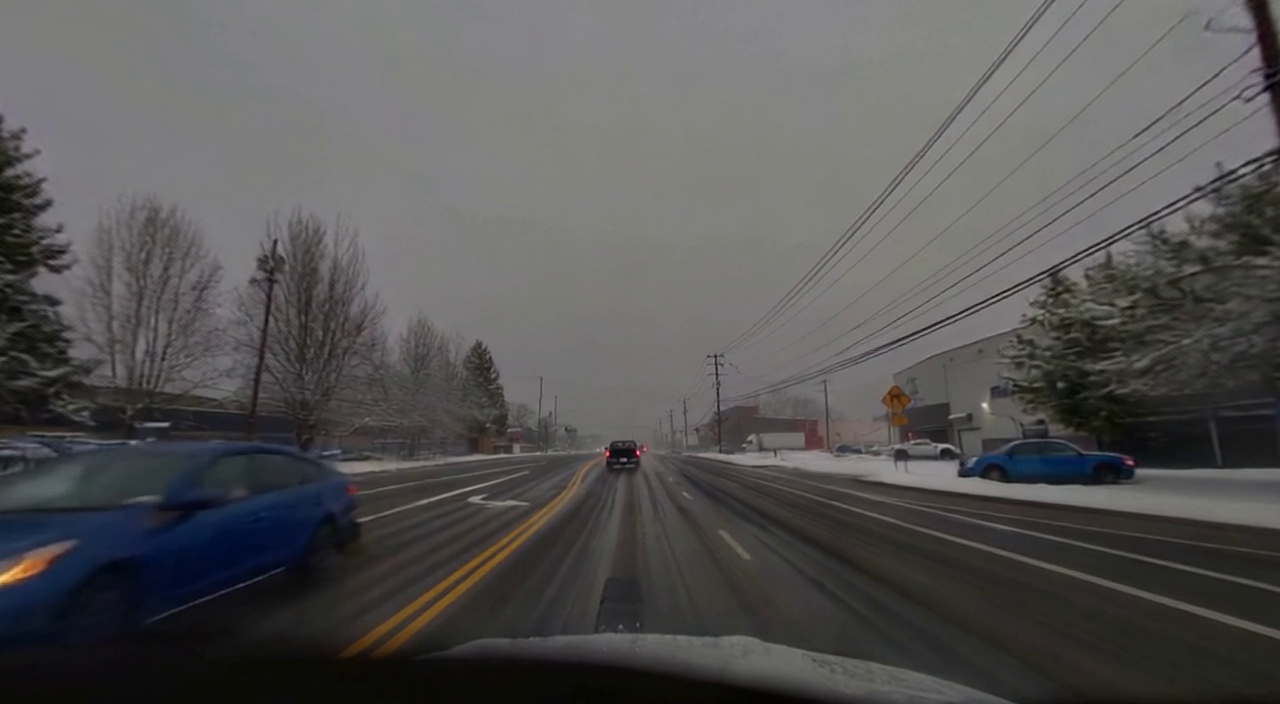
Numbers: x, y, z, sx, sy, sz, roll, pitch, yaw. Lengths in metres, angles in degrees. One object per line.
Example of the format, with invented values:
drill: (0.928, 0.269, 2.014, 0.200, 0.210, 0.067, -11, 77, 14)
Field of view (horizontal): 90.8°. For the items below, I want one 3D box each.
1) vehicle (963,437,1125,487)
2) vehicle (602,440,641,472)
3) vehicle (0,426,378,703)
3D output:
vehicle: (18.120, 4.922, 28.761, 2.423, 2.005, 5.671, 4, -9, -25)
vehicle: (-0.972, 5.519, 33.756, 1.937, 1.588, 3.746, 0, -8, -1)
vehicle: (-3.782, 1.353, 4.798, 1.863, 1.435, 4.204, 0, -8, -1)
